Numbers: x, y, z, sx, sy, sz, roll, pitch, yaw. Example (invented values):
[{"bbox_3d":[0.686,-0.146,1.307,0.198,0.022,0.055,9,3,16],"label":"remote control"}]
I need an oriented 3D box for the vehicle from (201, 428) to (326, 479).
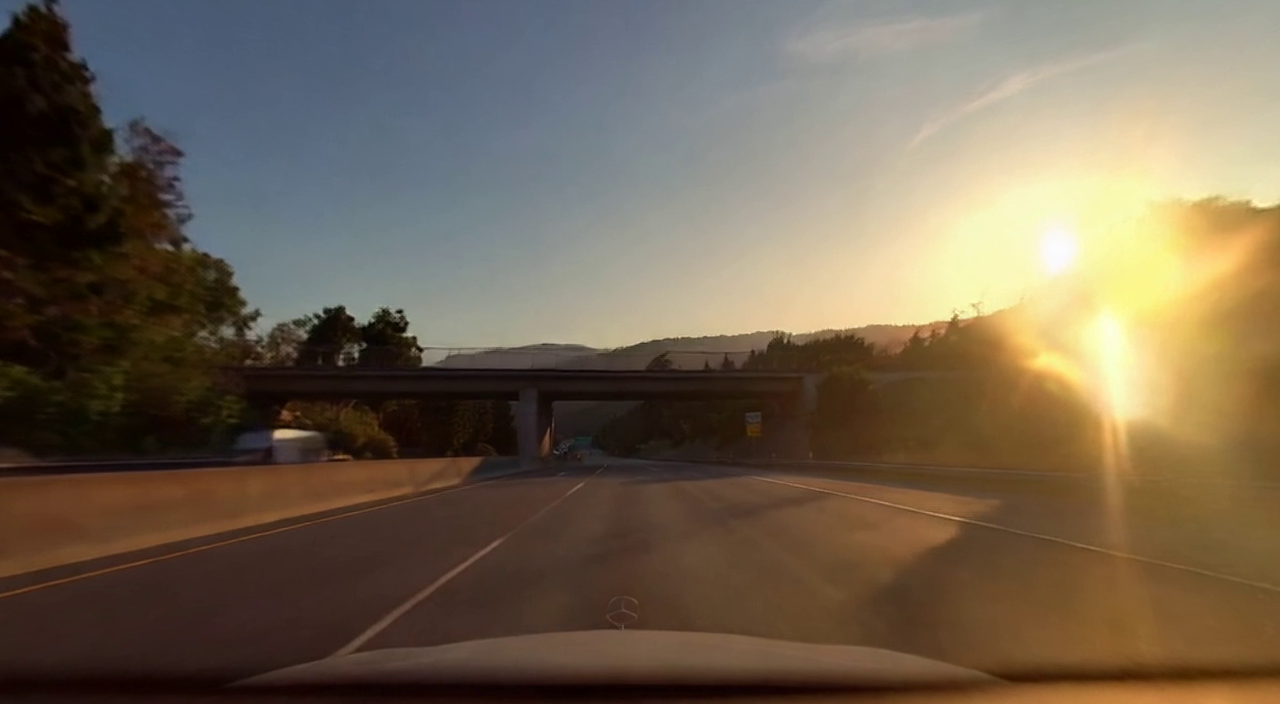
[{"bbox_3d":[-17.900,4.885,30.440,2.371,2.175,5.880,0,-9,0],"label":"vehicle"}]
